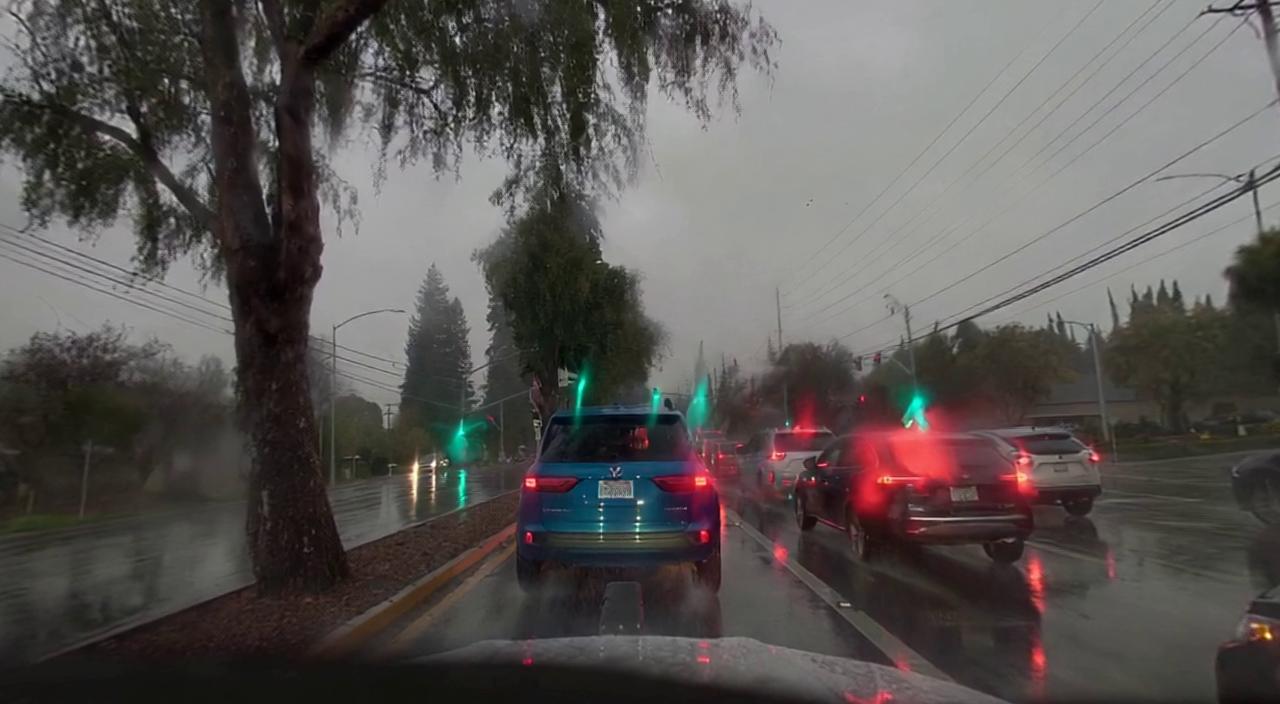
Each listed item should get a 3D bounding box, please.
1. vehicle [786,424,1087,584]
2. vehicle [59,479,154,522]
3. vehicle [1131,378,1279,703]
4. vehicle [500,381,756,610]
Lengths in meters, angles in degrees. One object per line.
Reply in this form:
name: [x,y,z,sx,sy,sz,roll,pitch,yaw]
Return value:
vehicle: [3.494,1.851,8.589,1.880,1.579,4.401,0,-9,-1]
vehicle: [-26.338,7.335,31.158,4.526,1.715,1.989,-11,-13,29]
vehicle: [3.276,0.625,0.755,1.889,1.517,4.308,0,-9,0]
vehicle: [-0.144,1.570,7.757,2.231,1.998,4.254,0,-9,-1]
